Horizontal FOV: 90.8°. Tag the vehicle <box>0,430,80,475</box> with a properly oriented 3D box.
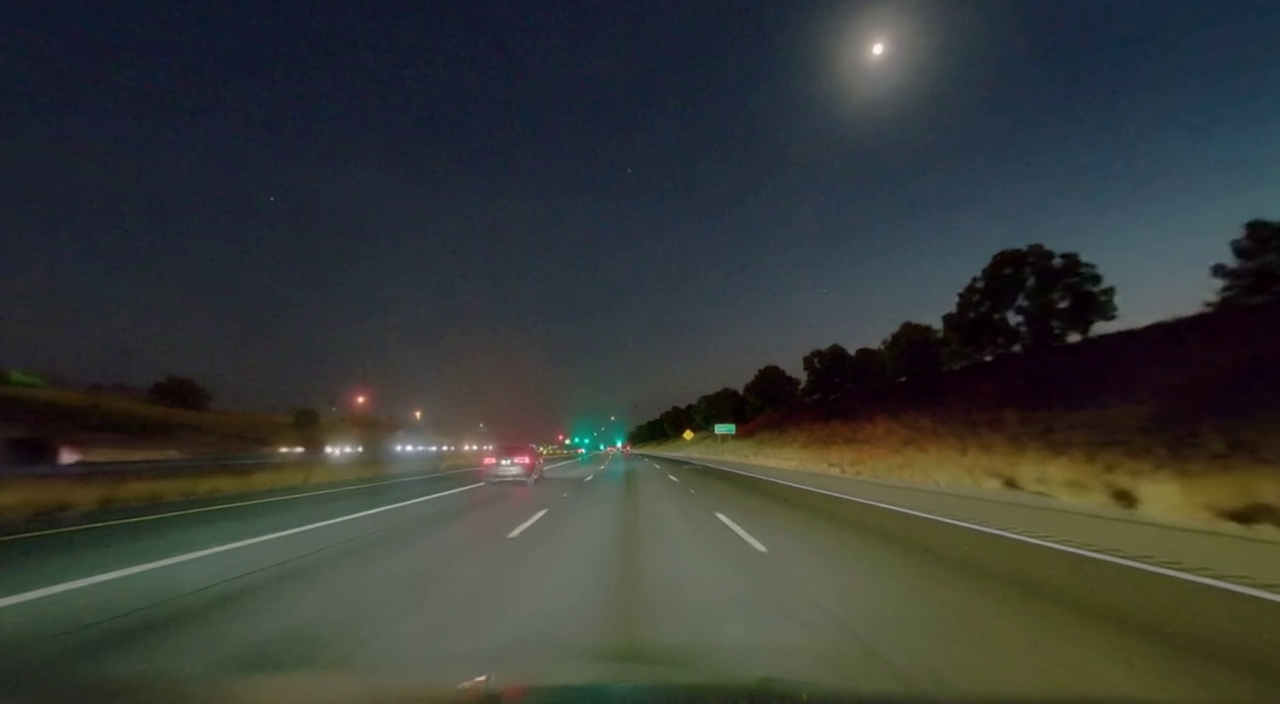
[{"bbox_3d":[-24.990,3.951,24.751,1.902,1.663,4.507,0,-9,-1],"label":"vehicle"}]

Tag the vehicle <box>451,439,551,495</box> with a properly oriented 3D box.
[{"bbox_3d":[-4.133,3.514,19.624,2.073,1.516,4.478,0,-9,0],"label":"vehicle"}]
